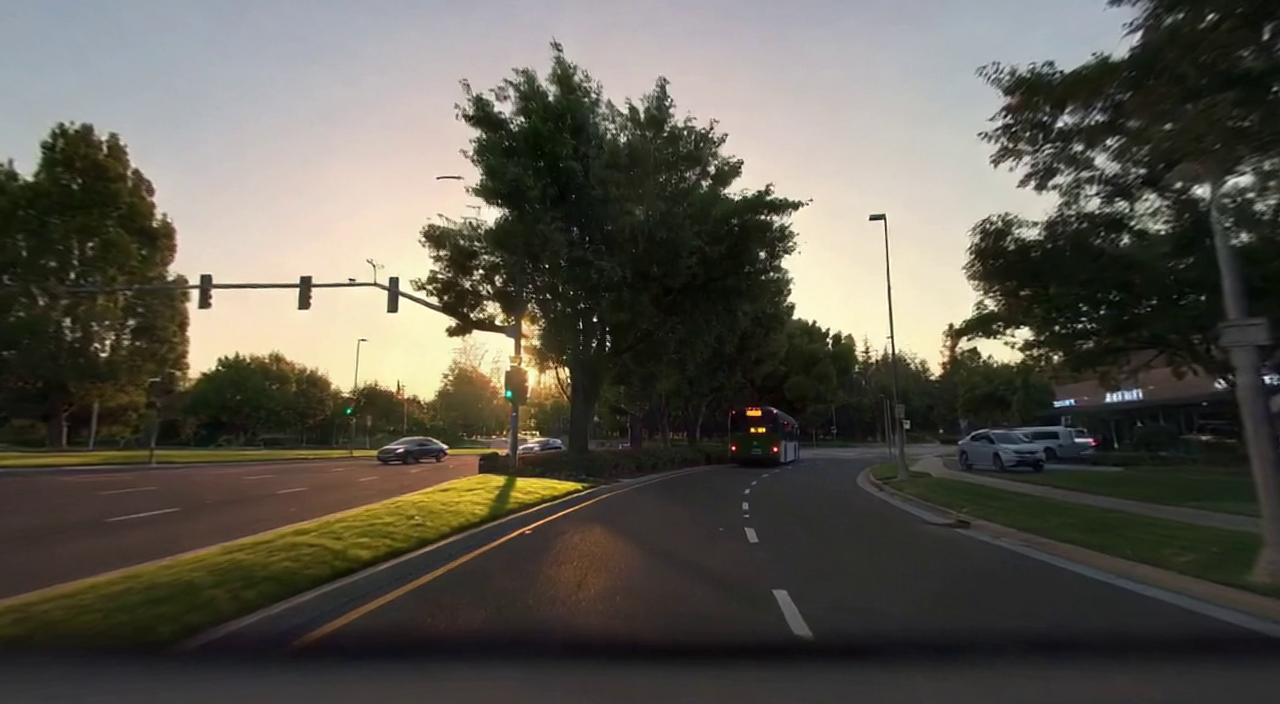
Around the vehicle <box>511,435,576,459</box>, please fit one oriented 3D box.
[{"bbox_3d":[-6.693,6.678,44.315,2.054,1.607,4.615,-5,-10,29],"label":"vehicle"}]

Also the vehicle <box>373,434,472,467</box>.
[{"bbox_3d":[-10.751,4.923,31.511,1.854,1.484,4.526,-5,-10,29],"label":"vehicle"}]

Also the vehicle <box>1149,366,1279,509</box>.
[{"bbox_3d":[14.086,1.715,12.577,2.607,2.822,7.145,-1,-9,8],"label":"vehicle"}]

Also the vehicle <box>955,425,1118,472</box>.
[{"bbox_3d":[17.739,4.381,28.605,5.856,1.945,2.183,-3,-9,21],"label":"vehicle"}]

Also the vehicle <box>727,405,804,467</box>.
[{"bbox_3d":[8.354,5.490,40.706,3.031,3.429,11.005,-3,-9,20],"label":"vehicle"}]
